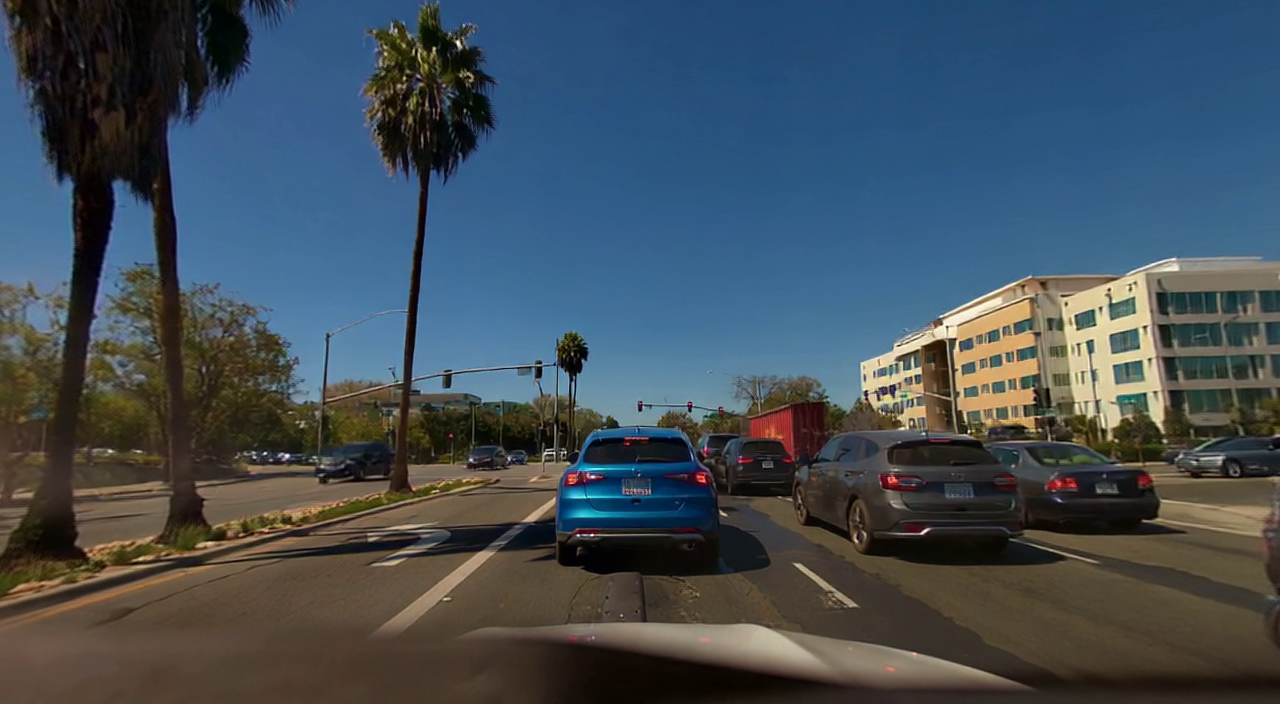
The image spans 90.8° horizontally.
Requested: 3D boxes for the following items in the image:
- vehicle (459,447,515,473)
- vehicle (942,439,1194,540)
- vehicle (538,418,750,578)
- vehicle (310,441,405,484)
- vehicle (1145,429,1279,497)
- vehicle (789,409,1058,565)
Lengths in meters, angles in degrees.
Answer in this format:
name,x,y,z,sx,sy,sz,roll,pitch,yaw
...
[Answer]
name,x,y,z,sx,sy,sz,roll,pitch,yaw
vehicle,-9.185,6.483,38.295,2.168,1.462,4.505,0,-9,1
vehicle,7.381,2.368,11.509,1.832,1.477,3.981,0,-9,1
vehicle,0.032,1.751,8.323,2.083,1.572,4.021,0,-9,0
vehicle,-12.562,4.930,28.480,2.180,1.776,4.521,0,-9,0
vehicle,18.059,3.217,18.435,4.786,1.848,2.107,0,-9,-1
vehicle,3.661,1.827,9.195,1.947,1.725,4.159,0,-9,0
